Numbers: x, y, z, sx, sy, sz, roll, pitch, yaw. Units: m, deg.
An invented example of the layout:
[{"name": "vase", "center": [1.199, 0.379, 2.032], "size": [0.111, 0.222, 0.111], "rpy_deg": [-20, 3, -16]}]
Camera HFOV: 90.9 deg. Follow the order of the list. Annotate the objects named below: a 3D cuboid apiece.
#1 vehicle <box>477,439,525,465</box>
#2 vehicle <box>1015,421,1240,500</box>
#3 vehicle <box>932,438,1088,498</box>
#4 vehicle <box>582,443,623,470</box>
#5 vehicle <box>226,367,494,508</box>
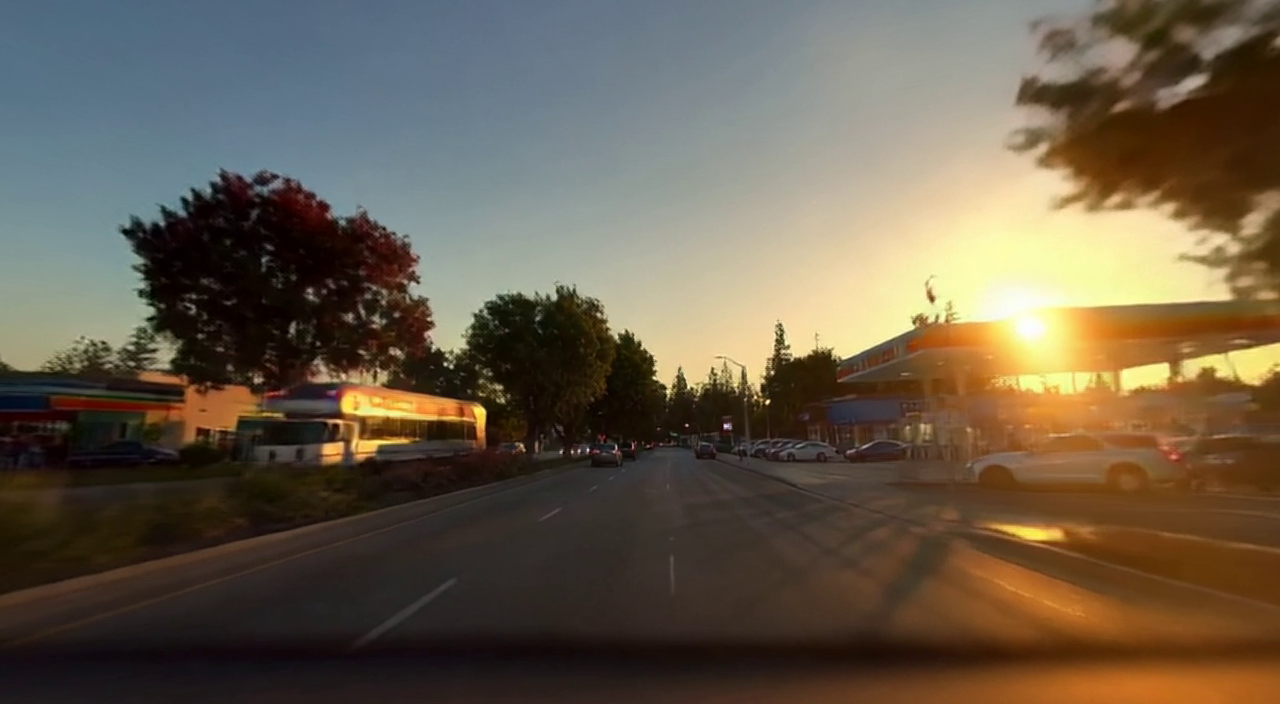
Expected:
[{"name": "vehicle", "center": [-9.880, 7.143, 45.238], "size": [2.074, 1.755, 4.412], "rpy_deg": [0, -9, 5]}, {"name": "vehicle", "center": [13.237, 2.998, 17.759], "size": [2.015, 1.839, 5.416], "rpy_deg": [1, -9, 0]}, {"name": "vehicle", "center": [10.317, 3.247, 18.103], "size": [1.888, 1.465, 4.727], "rpy_deg": [0, -9, 4]}, {"name": "vehicle", "center": [-2.096, 5.986, 36.303], "size": [1.959, 1.406, 4.272], "rpy_deg": [0, -9, 2]}, {"name": "vehicle", "center": [-8.241, 2.945, 21.763], "size": [3.056, 3.289, 13.199], "rpy_deg": [-2, -8, 1]}]
